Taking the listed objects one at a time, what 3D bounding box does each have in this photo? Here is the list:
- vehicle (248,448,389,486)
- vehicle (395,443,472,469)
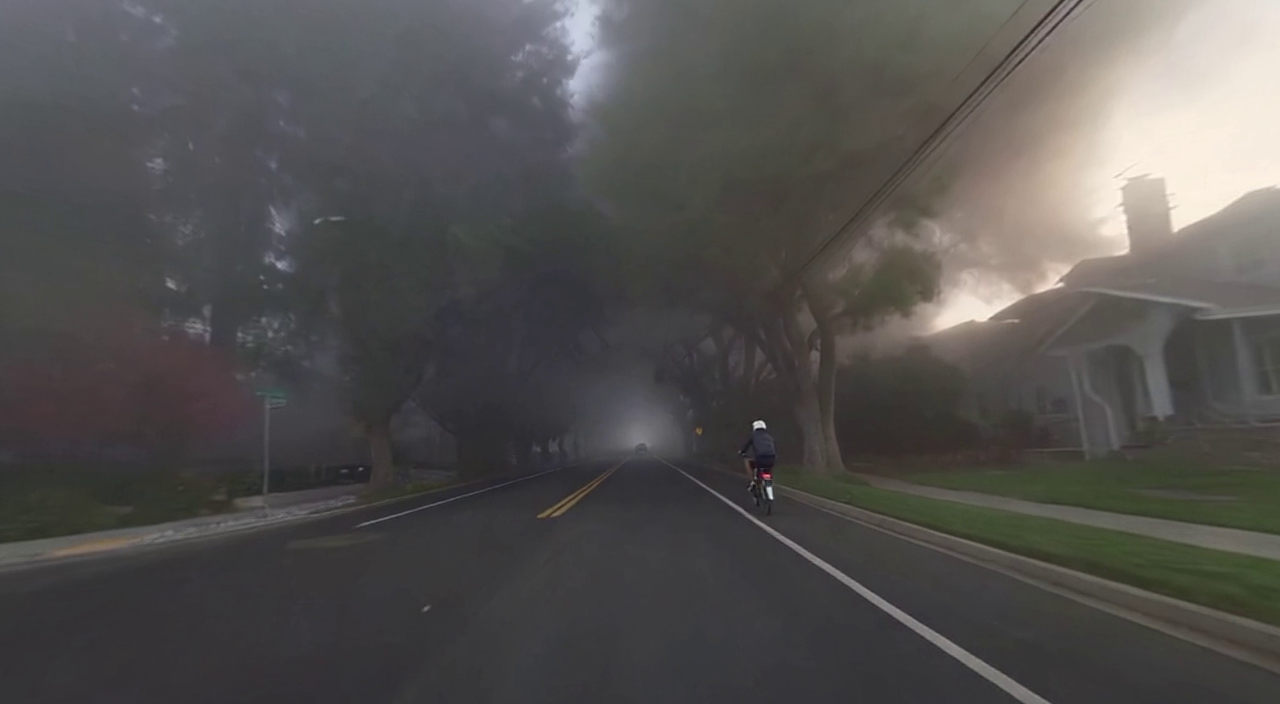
[{"bbox_3d":[-13.137,4.696,26.070,4.717,1.465,1.887,0,-9,-3],"label":"vehicle"},{"bbox_3d":[-14.071,7.096,43.311,4.587,1.722,1.906,0,-9,-2],"label":"vehicle"}]
